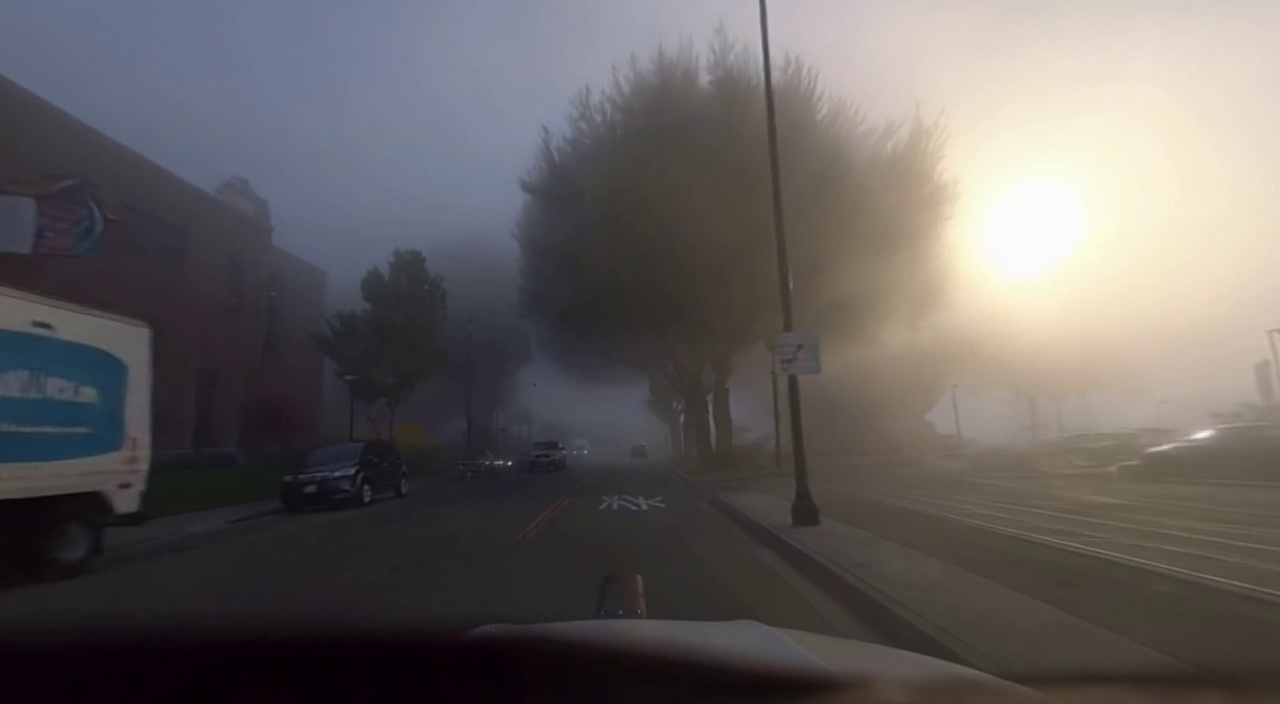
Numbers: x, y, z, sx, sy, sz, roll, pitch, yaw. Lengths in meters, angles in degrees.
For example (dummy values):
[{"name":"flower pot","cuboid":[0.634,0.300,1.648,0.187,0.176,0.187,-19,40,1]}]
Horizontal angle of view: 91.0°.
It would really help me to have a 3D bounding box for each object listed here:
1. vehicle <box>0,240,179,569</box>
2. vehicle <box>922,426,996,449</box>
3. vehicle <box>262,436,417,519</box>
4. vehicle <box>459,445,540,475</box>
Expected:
[{"name":"vehicle","cuboid":[-8.831,0.361,4.119,2.986,3.768,11.697,-6,-6,0]},{"name":"vehicle","cuboid":[23.530,6.352,46.527,4.371,1.614,1.910,1,-9,-3]},{"name":"vehicle","cuboid":[-7.572,3.130,16.437,1.950,1.743,4.312,-2,-7,0]},{"name":"vehicle","cuboid":[-8.899,6.831,40.084,1.879,1.543,4.778,-14,-14,43]}]
